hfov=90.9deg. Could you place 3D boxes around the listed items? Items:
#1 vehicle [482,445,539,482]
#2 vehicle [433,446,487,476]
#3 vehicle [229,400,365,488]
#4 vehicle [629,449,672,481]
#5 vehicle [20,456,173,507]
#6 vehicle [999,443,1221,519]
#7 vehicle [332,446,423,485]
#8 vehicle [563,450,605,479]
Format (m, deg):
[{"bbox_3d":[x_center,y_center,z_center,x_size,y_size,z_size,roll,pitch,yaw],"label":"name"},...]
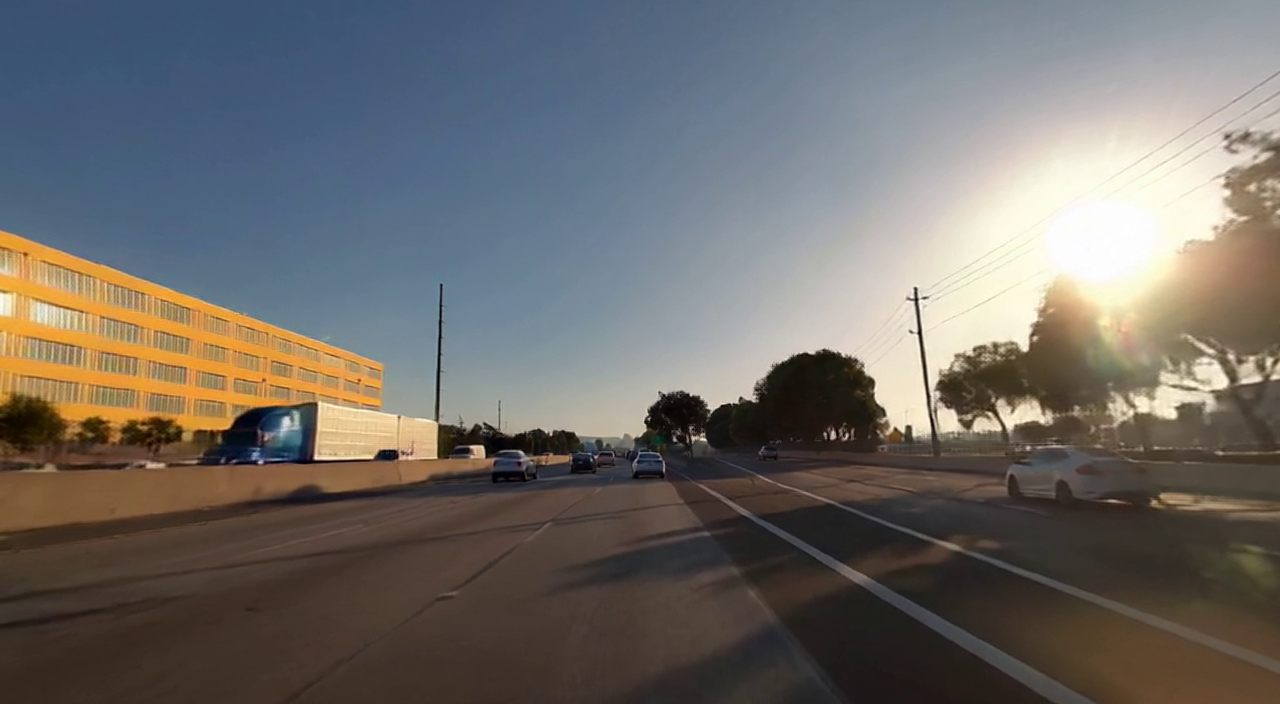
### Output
[{"bbox_3d":[-7.120,6.137,35.128,2.106,1.827,4.814,-1,-8,1],"label":"vehicle"},{"bbox_3d":[-12.993,7.865,45.936,2.216,1.945,5.942,0,-8,0],"label":"vehicle"},{"bbox_3d":[-16.946,4.622,31.824,2.969,3.910,6.683,-1,-8,0],"label":"vehicle"},{"bbox_3d":[0.531,5.957,33.480,2.107,1.538,3.999,0,-8,0],"label":"vehicle"},{"bbox_3d":[-20.713,4.912,24.361,1.919,1.619,4.496,0,-8,0],"label":"vehicle"},{"bbox_3d":[10.677,2.902,14.906,1.966,1.484,4.610,-1,-8,5],"label":"vehicle"},{"bbox_3d":[-12.939,5.574,31.543,2.249,1.715,5.424,0,-8,-1],"label":"vehicle"},{"bbox_3d":[-3.309,6.743,38.069,2.059,1.508,4.662,0,-8,0],"label":"vehicle"}]
